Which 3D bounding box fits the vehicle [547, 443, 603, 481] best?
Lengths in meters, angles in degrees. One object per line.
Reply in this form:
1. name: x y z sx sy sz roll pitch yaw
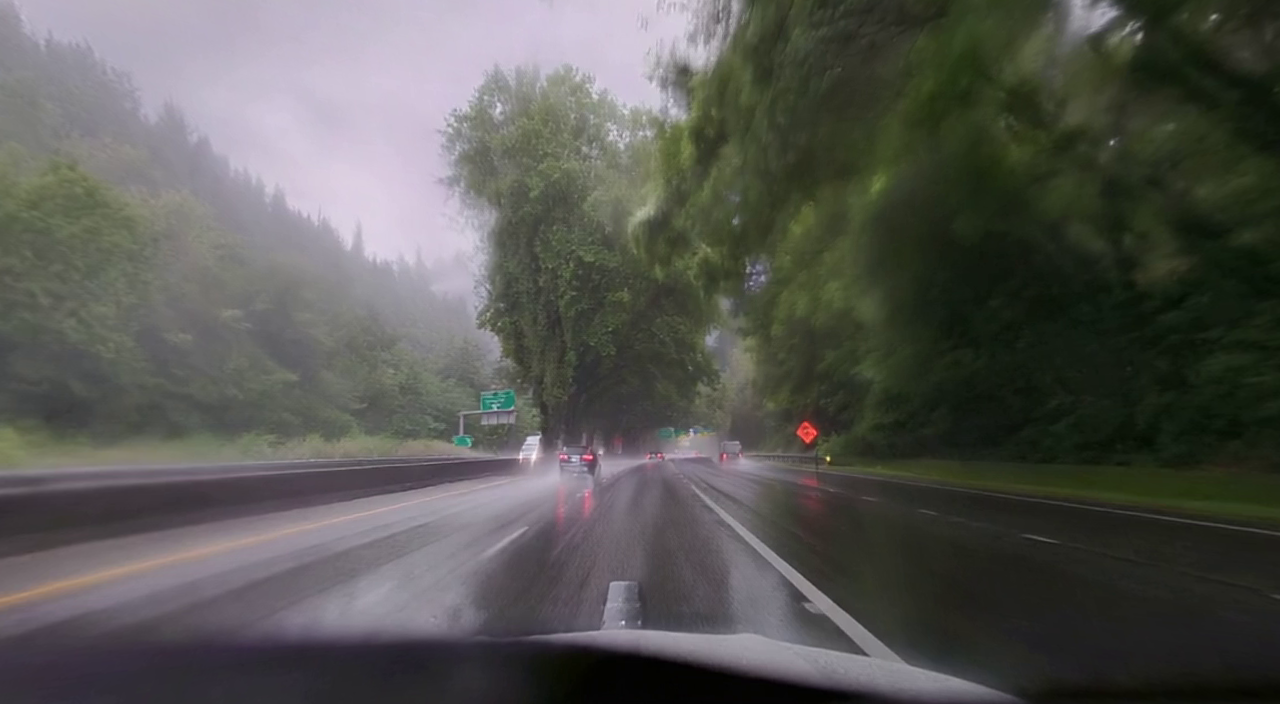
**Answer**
1. vehicle: -3.014 5.213 30.108 2.086 1.650 4.122 0 -9 2
